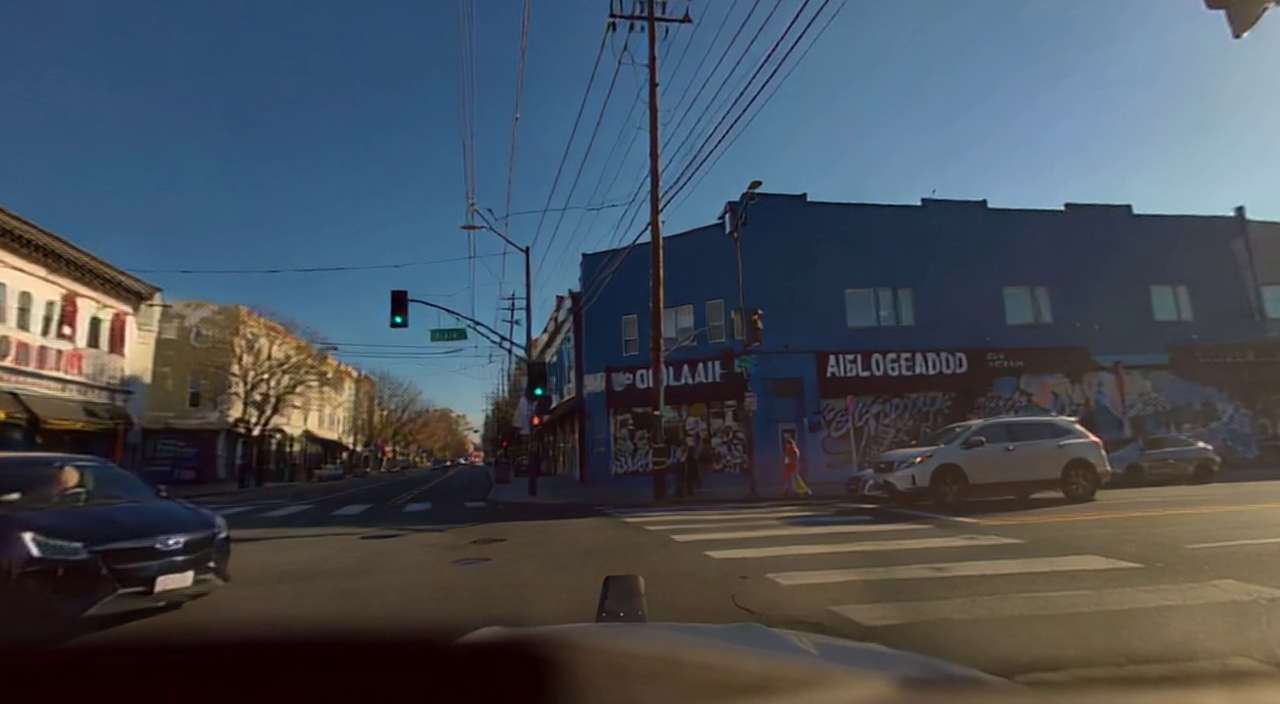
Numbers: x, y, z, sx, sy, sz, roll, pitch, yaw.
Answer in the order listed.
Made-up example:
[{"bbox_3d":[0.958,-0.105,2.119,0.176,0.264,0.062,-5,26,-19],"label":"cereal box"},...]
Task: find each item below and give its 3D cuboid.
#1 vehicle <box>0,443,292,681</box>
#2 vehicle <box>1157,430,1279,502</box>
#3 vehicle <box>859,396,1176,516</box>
[{"bbox_3d":[-5.697,1.563,5.637,4.439,1.457,2.097,-4,-9,22],"label":"vehicle"},{"bbox_3d":[14.697,2.550,14.444,4.672,1.459,1.938,2,-9,-15],"label":"vehicle"},{"bbox_3d":[7.195,1.989,12.296,4.970,1.972,2.372,2,-9,-16],"label":"vehicle"}]
